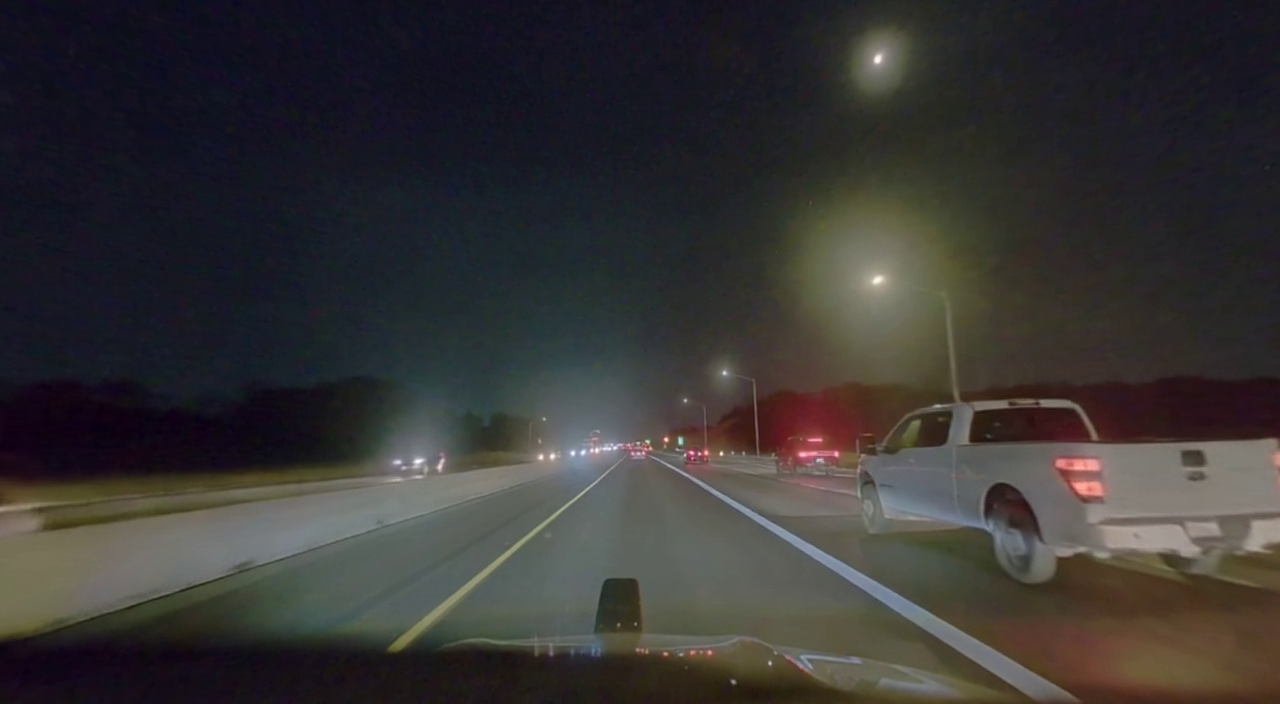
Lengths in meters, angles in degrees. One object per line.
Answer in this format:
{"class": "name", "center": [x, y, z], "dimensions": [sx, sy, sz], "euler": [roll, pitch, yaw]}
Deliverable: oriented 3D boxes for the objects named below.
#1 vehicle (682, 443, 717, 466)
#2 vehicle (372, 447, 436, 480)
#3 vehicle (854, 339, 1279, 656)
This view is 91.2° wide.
{"class": "vehicle", "center": [4.017, 6.983, 42.662], "dimensions": [1.917, 1.488, 3.693], "euler": [0, -9, -1]}
{"class": "vehicle", "center": [-13.152, 6.209, 35.226], "dimensions": [1.949, 1.689, 4.243], "euler": [0, -9, 0]}
{"class": "vehicle", "center": [4.216, 1.264, 6.467], "dimensions": [2.177, 1.914, 5.245], "euler": [0, -9, 0]}
